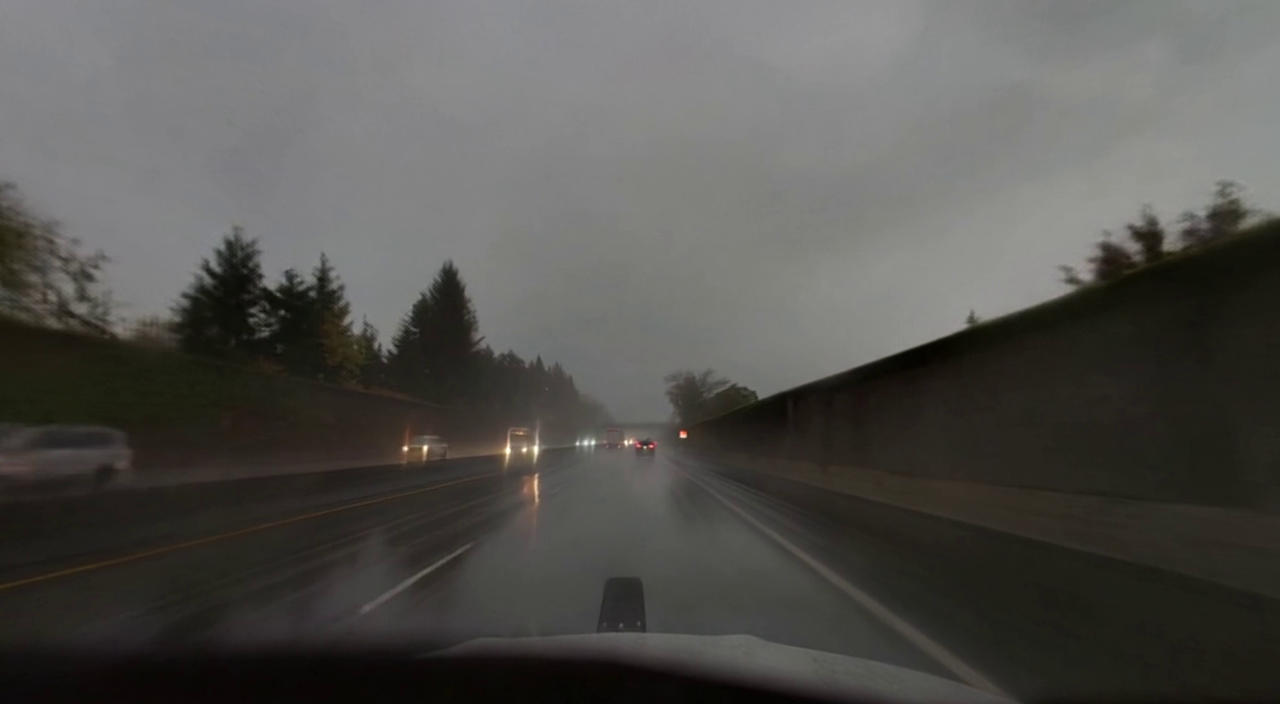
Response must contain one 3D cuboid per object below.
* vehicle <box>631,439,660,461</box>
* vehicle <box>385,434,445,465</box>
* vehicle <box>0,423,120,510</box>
[{"bbox_3d":[0.370,7.098,45.817,2.030,1.523,4.114,0,-8,0],"label":"vehicle"},{"bbox_3d":[-15.092,6.572,42.502,2.067,1.948,5.164,0,-8,1],"label":"vehicle"},{"bbox_3d":[-14.786,2.539,14.056,2.040,1.854,4.987,0,-8,0],"label":"vehicle"}]
